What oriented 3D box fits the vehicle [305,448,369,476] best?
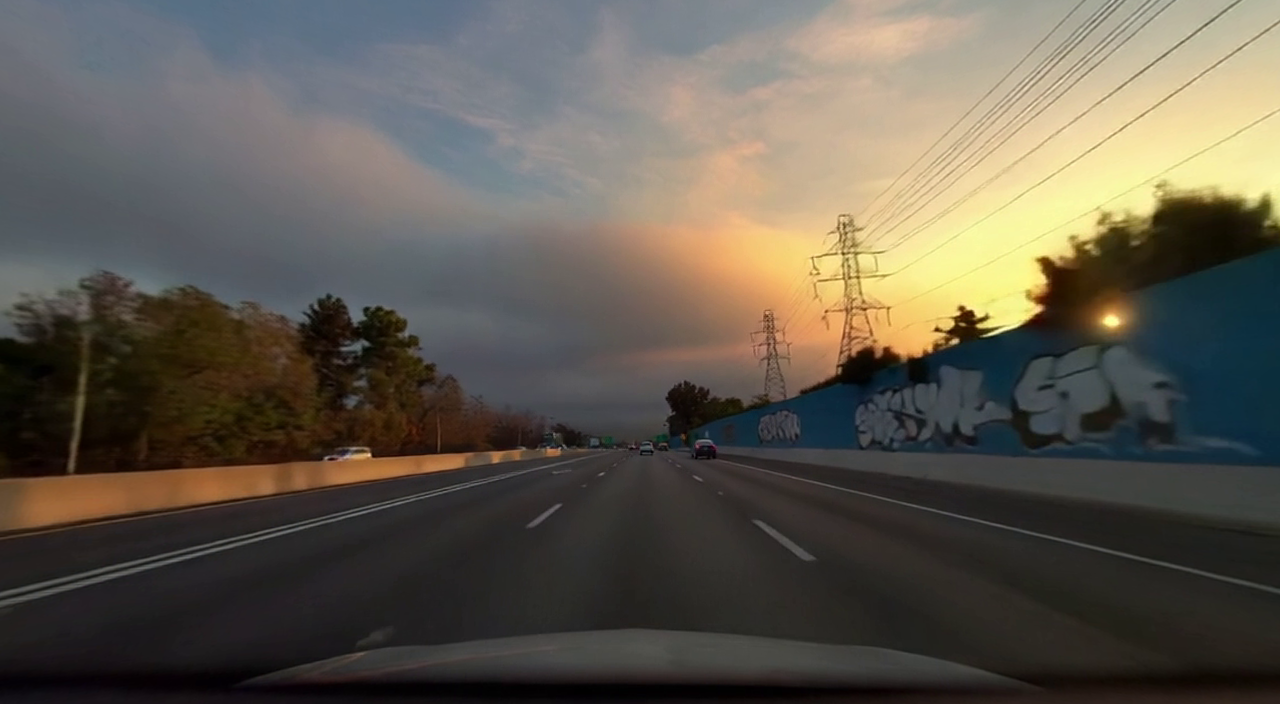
[{"bbox_3d":[-19.356,7.018,40.387,1.898,1.616,4.330,0,-8,1],"label":"vehicle"}]

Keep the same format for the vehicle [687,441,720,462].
[{"bbox_3d":[4.630,7.311,46.407,1.991,1.494,3.951,0,-8,0],"label":"vehicle"}]
